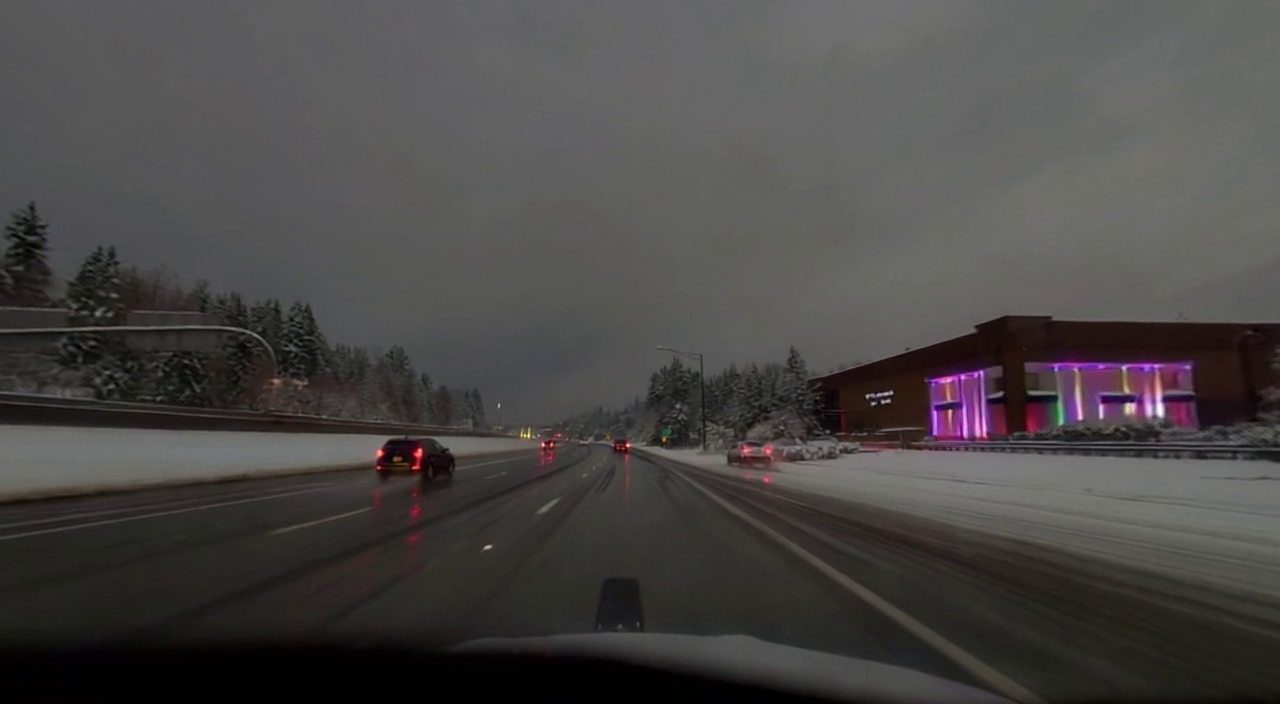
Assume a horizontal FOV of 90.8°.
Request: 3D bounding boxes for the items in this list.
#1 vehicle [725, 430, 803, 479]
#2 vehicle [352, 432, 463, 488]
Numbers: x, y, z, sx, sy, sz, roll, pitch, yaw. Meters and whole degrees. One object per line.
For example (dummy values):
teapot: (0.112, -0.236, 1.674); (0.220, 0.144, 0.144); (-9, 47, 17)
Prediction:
vehicle: (4.865, 4.098, 25.494); (2.023, 1.782, 4.193); (0, -9, -4)
vehicle: (-7.778, 3.654, 21.738); (2.030, 1.672, 4.913); (0, -9, -1)
